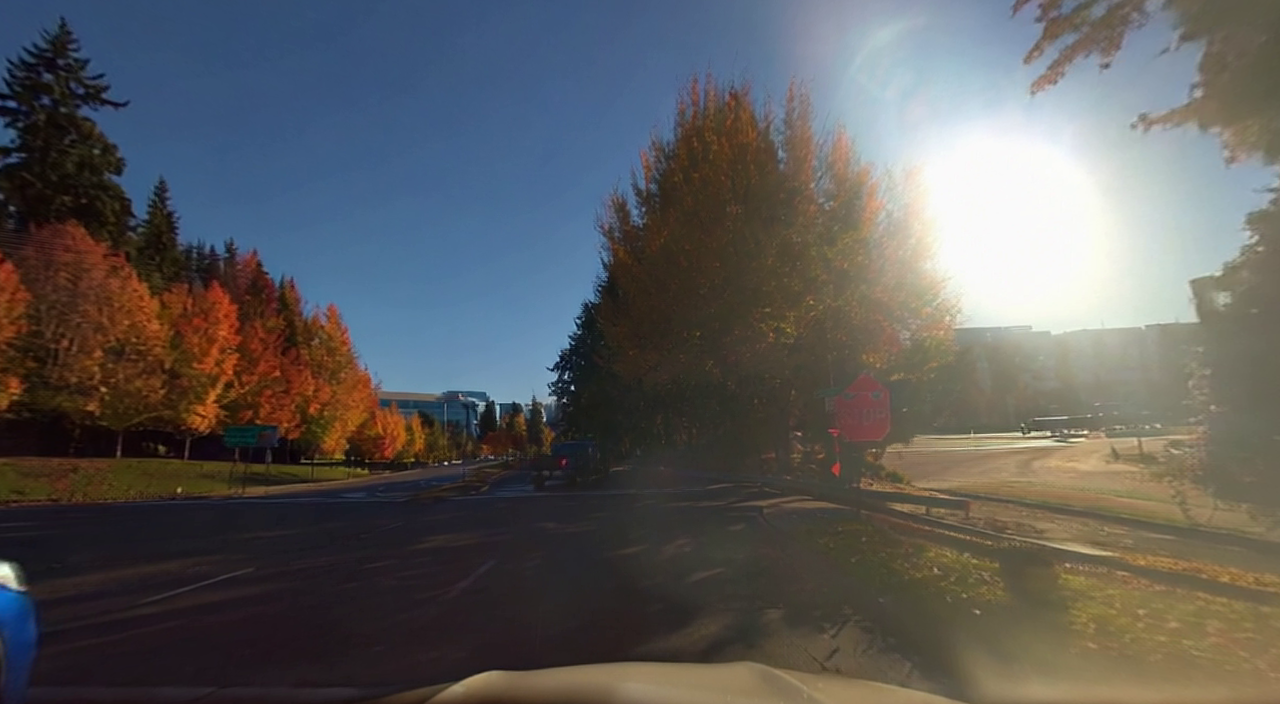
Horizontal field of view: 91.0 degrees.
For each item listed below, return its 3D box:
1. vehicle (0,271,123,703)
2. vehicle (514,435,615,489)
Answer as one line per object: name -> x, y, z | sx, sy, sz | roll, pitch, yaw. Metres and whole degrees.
vehicle -> -3.568, 0.425, 0.645 | 2.145, 2.038, 4.656 | 0, -9, -2
vehicle -> -3.012, 4.595, 26.769 | 2.284, 2.012, 5.607 | -2, -9, 15
